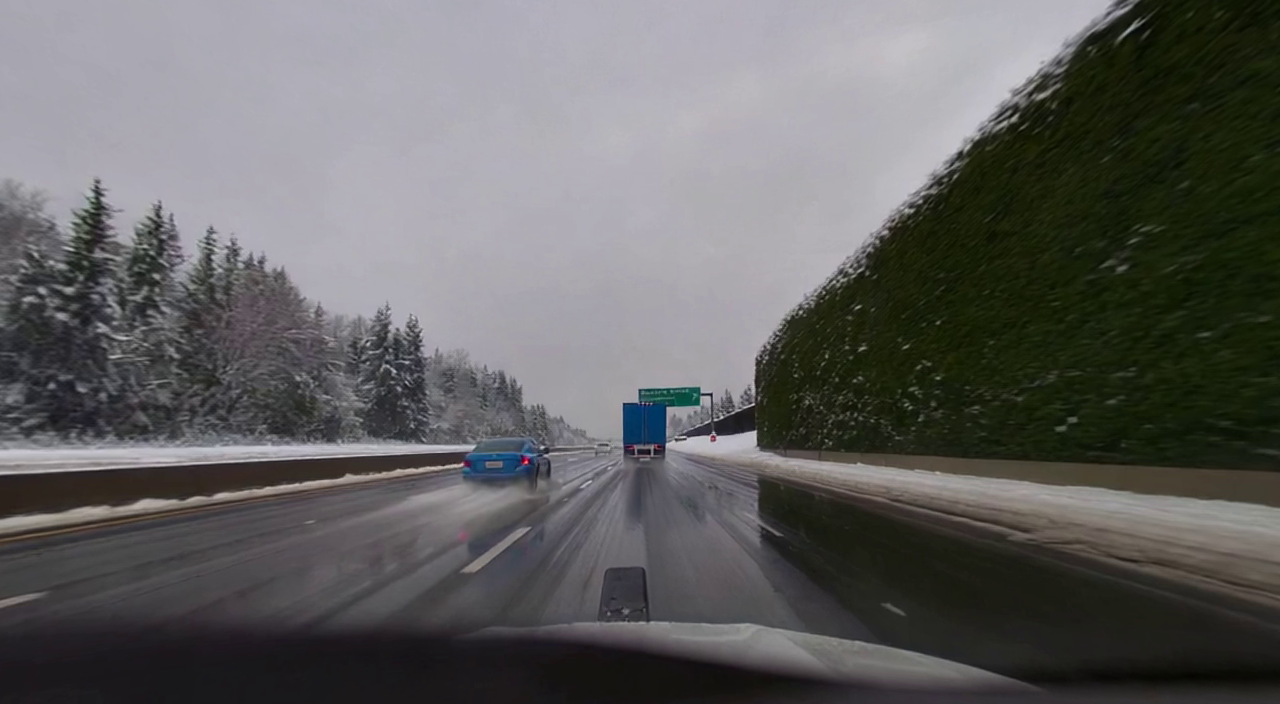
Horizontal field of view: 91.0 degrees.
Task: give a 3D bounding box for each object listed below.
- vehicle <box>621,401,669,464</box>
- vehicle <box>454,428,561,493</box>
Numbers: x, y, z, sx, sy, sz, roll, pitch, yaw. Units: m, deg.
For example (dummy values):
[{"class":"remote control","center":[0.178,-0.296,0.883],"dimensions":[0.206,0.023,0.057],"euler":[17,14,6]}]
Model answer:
[{"class":"vehicle","center":[0.326,6.306,48.497],"dimensions":[3.078,4.031,16.069],"euler":[0,-8,0]},{"class":"vehicle","center":[-3.854,3.237,19.252],"dimensions":[2.186,1.716,4.672],"euler":[0,-8,1]}]
